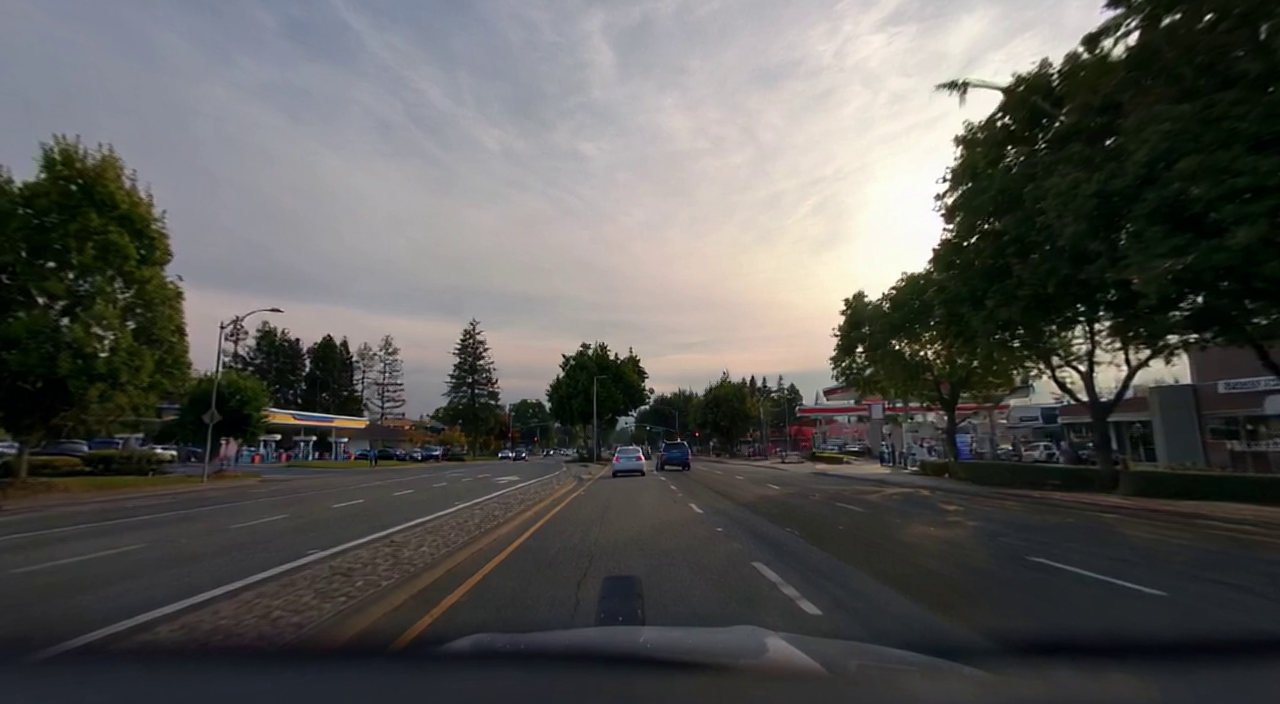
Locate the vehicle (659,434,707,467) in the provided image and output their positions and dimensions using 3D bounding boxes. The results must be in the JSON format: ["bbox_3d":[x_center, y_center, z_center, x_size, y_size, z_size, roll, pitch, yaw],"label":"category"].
[{"bbox_3d":[2.844,6.748,43.261,2.731,2.101,6.047,0,-8,-2],"label":"vehicle"}]

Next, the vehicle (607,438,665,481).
[{"bbox_3d":[-0.192,4.299,25.348,2.145,1.572,4.021,0,-8,-1],"label":"vehicle"}]
